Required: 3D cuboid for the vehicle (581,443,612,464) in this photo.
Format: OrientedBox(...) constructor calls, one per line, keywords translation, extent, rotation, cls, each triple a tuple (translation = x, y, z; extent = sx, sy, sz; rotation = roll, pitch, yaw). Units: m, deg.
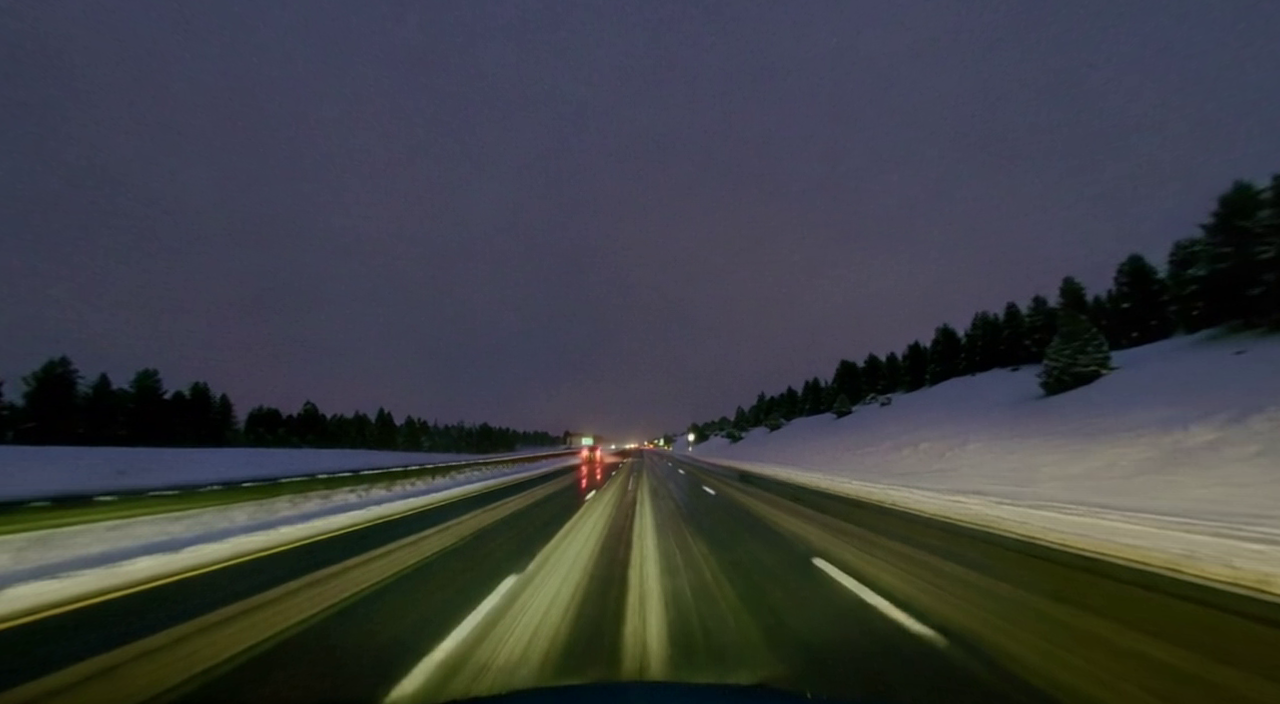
OrientedBox(translation=(-3.174, 7.530, 46.893), extent=(1.991, 1.475, 4.302), rotation=(0, -8, 1), cls="vehicle")
